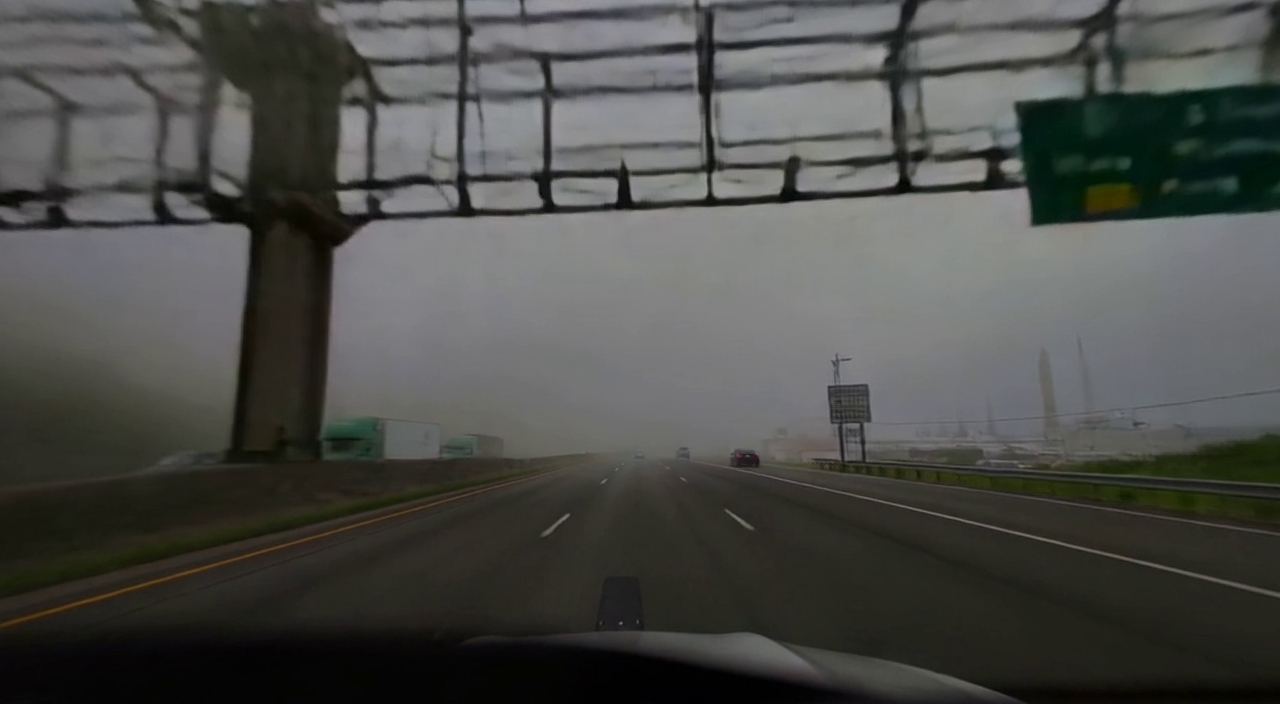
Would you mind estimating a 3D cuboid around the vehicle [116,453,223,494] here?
[{"bbox_3d":[-22.309,5.751,30.123,1.882,1.759,4.163,0,-9,-1],"label":"vehicle"}]

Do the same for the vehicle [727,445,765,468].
[{"bbox_3d":[7.325,7.216,43.810,1.923,1.516,3.815,0,-9,-1],"label":"vehicle"}]

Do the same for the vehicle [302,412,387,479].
[{"bbox_3d":[-18.855,6.030,40.627,2.993,4.001,4.790,0,-9,0],"label":"vehicle"}]
